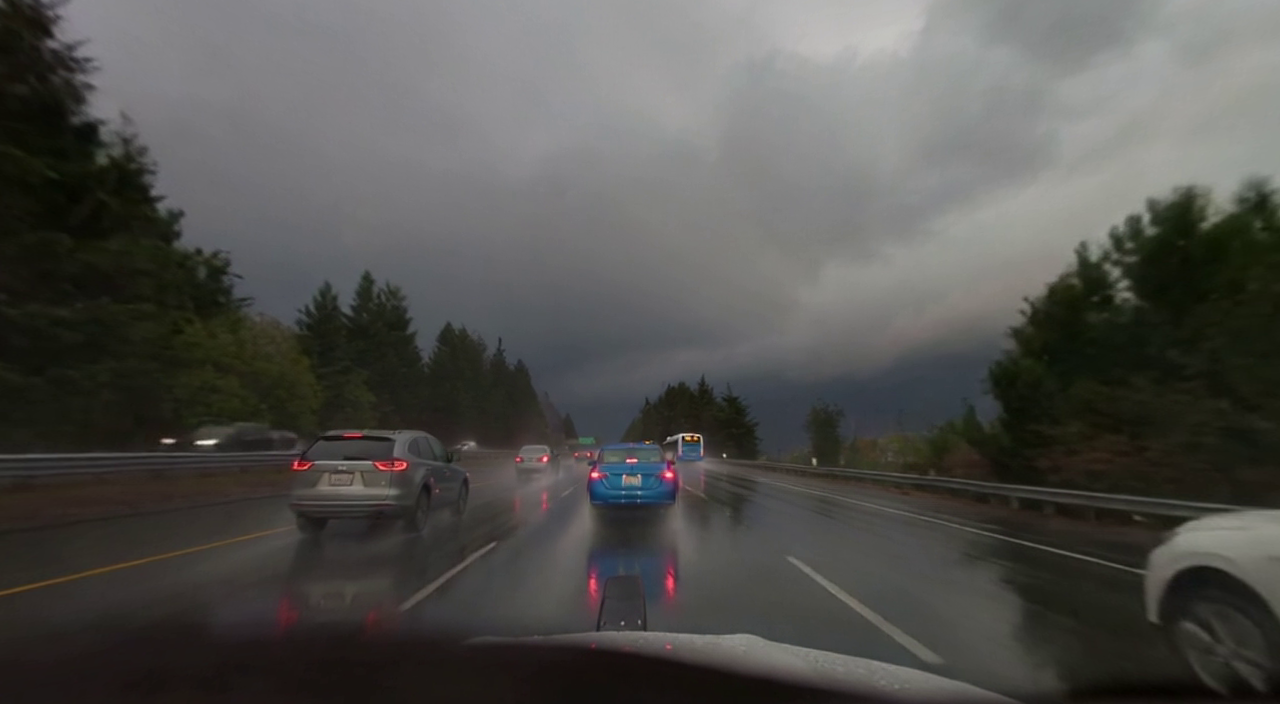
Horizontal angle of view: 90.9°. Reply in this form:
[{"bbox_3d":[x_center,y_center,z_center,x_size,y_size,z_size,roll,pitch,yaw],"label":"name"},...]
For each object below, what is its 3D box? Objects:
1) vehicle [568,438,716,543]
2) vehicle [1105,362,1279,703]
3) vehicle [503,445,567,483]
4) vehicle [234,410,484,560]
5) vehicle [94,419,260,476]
[{"bbox_3d":[-0.035,2.316,11.177,2.120,1.478,4.179,0,-9,-2],"label":"vehicle"},{"bbox_3d":[3.741,0.705,1.474,1.996,1.688,4.207,0,-9,-1],"label":"vehicle"},{"bbox_3d":[-4.427,4.786,27.143,2.122,1.491,3.800,0,-9,-1],"label":"vehicle"},{"bbox_3d":[-3.756,1.856,9.398,1.830,1.703,4.142,0,-9,-1],"label":"vehicle"},{"bbox_3d":[-13.267,2.794,18.436,1.780,1.470,4.118,0,-9,-2],"label":"vehicle"}]
